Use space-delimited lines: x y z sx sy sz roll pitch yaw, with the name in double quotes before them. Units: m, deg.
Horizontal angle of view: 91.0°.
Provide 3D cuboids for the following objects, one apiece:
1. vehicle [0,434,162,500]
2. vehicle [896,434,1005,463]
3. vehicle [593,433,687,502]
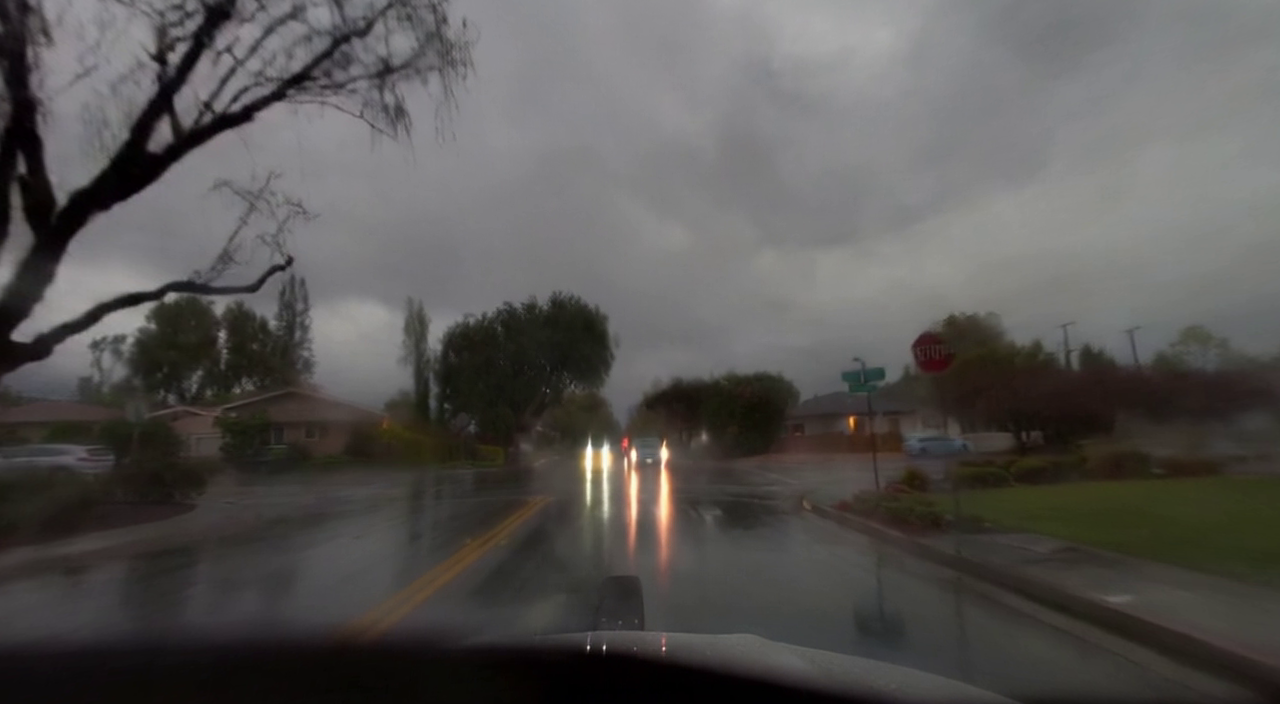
"vehicle" -20.910 4.149 22.376 5.796 1.946 2.391 -3 -10 -4
"vehicle" 16.555 5.176 33.677 4.748 1.488 2.029 1 -9 -4
"vehicle" -0.077 2.831 15.874 2.043 1.484 4.340 0 -9 -2
